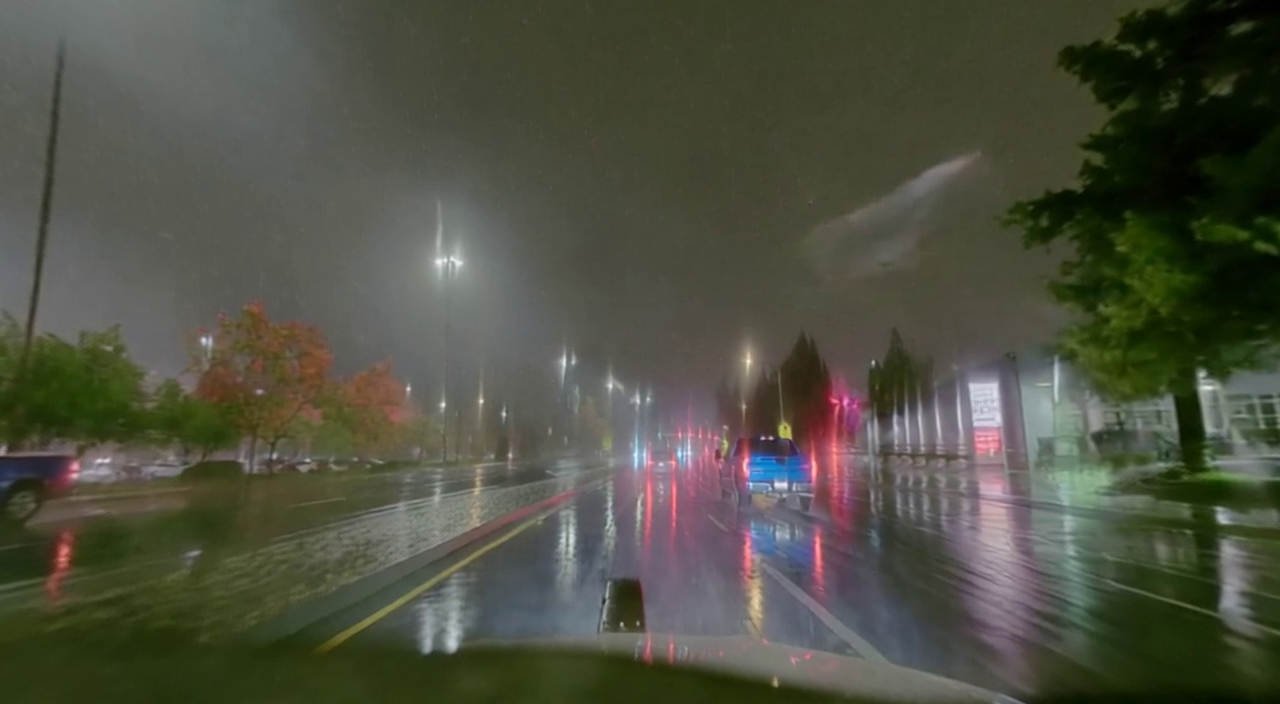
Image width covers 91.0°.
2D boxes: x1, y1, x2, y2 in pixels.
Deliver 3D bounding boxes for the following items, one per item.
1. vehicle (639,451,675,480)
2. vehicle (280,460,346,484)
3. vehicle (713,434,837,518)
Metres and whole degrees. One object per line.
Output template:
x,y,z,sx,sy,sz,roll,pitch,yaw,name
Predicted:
1.050,6.534,36.490,1.968,1.521,4.262,0,-9,3,vehicle
-23.375,8.565,45.186,1.890,1.519,4.431,-1,-9,8,vehicle
3.482,3.333,17.587,2.367,1.919,5.651,0,-9,2,vehicle
